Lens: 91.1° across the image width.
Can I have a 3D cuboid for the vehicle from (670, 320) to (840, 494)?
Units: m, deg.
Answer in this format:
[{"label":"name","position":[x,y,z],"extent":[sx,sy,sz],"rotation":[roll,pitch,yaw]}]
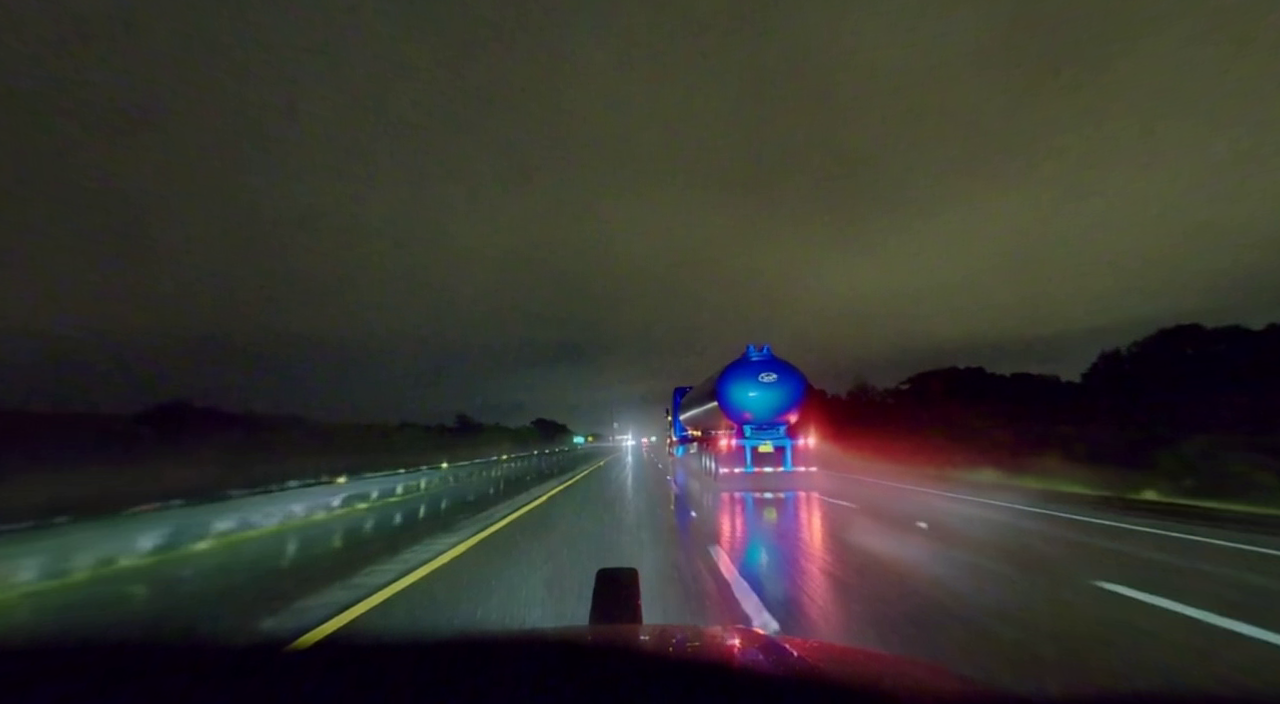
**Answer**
[{"label":"vehicle","position":[2.724,1.925,19.237],"extent":[2.946,3.745,11.516],"rotation":[0,-8,0]}]
